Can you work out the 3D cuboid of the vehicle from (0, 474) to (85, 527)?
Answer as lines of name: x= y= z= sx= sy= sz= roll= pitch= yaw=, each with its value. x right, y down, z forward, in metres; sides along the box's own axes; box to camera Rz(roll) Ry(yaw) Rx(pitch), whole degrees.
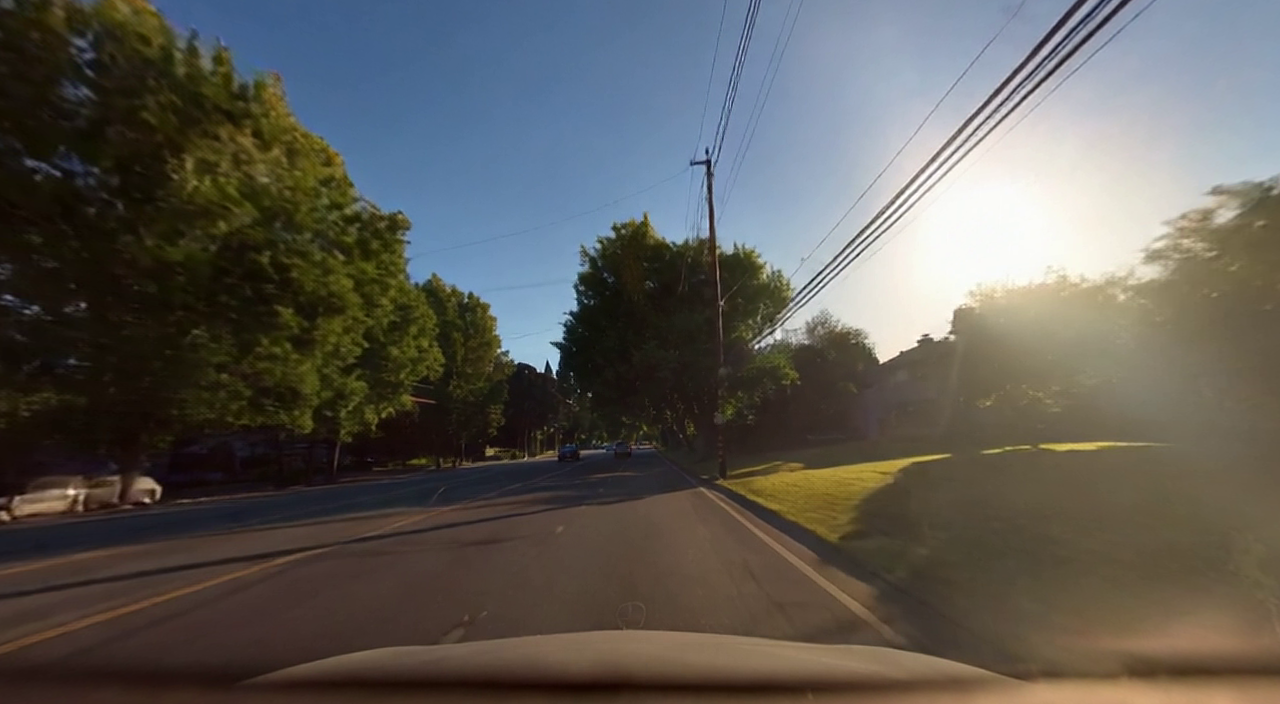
vehicle: x=-21.187 y=4.916 z=20.925 sx=1.854 sy=1.504 sz=4.436 roll=1 pitch=-9 yaw=-7

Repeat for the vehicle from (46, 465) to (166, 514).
vehicle: x=-22.391 y=5.719 z=26.706 sx=1.891 sy=1.703 sz=4.976 roll=3 pitch=-9 yaw=-16
